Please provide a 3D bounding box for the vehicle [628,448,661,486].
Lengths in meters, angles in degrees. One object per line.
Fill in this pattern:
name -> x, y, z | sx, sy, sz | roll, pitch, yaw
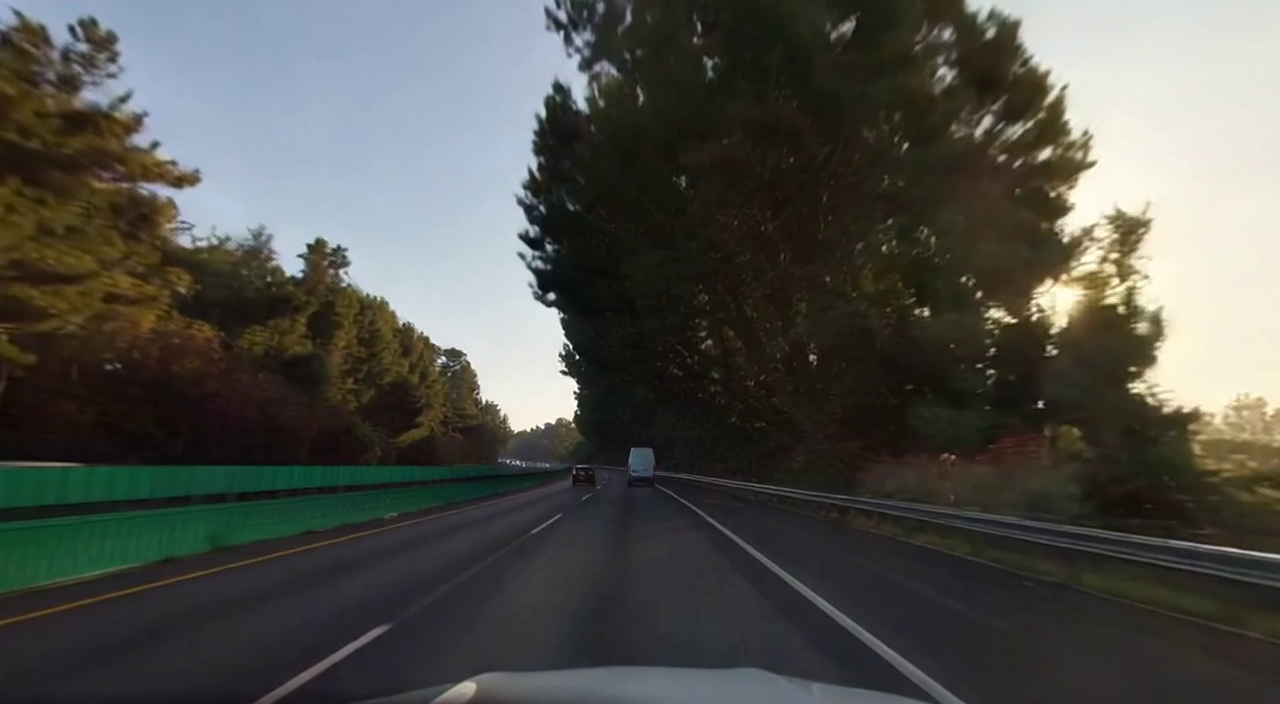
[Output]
vehicle -> 0.314, 8.948, 48.883 | 2.382, 2.752, 5.333 | 1, -11, -1

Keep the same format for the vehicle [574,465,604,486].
vehicle -> -3.914, 9.572, 48.878 | 2.038, 1.490, 4.391 | 1, -11, -1
